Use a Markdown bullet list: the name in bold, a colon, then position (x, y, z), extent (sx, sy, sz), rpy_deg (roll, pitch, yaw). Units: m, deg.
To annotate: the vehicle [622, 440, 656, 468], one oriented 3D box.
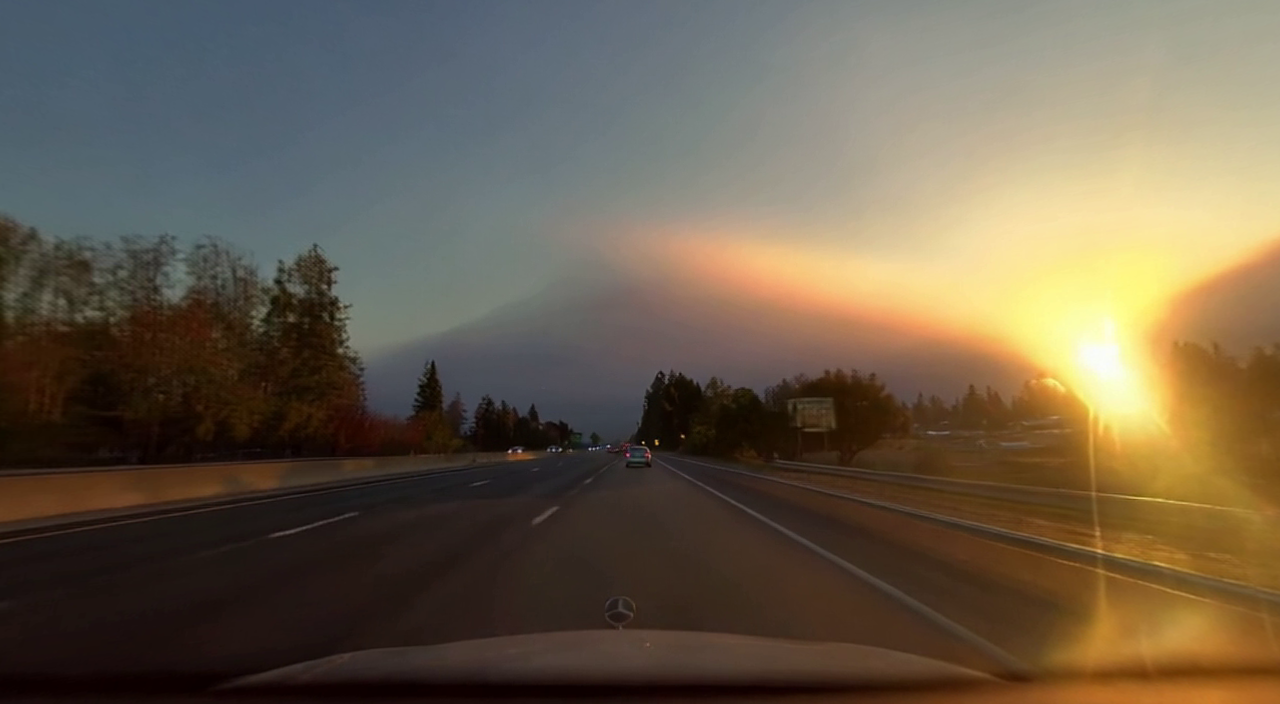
- **vehicle**: position (-0.075, 6.602, 40.739), extent (2.120, 1.715, 4.153), rpy_deg (0, -9, -1)
